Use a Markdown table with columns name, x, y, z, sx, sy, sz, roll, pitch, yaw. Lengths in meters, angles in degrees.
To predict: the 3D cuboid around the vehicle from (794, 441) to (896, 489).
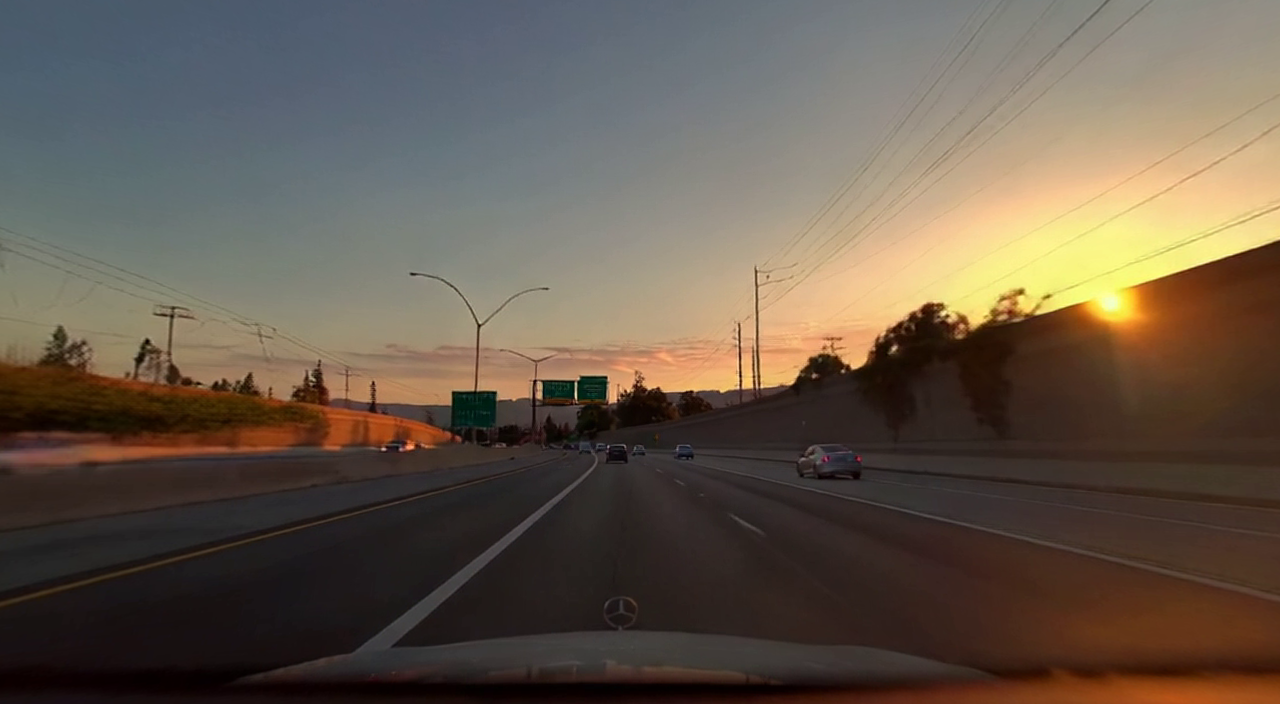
| name | x | y | z | sx | sy | sz | roll | pitch | yaw |
| --- | --- | --- | --- | --- | --- | --- | --- | --- | --- |
| vehicle | 6.767 | 3.770 | 21.438 | 1.876 | 1.451 | 4.154 | 0 | -9 | -3 |

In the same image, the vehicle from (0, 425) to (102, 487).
| name | x | y | z | sx | sy | sz | roll | pitch | yaw |
| --- | --- | --- | --- | --- | --- | --- | --- | --- | --- |
| vehicle | -20.453 | 3.284 | 20.058 | 2.115 | 1.861 | 5.374 | 0 | -9 | -2 |

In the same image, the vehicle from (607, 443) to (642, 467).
| name | x | y | z | sx | sy | sz | roll | pitch | yaw |
| --- | --- | --- | --- | --- | --- | --- | --- | --- | --- |
| vehicle | -1.059 | 6.787 | 41.706 | 2.109 | 1.489 | 4.027 | 1 | -9 | -4 |
